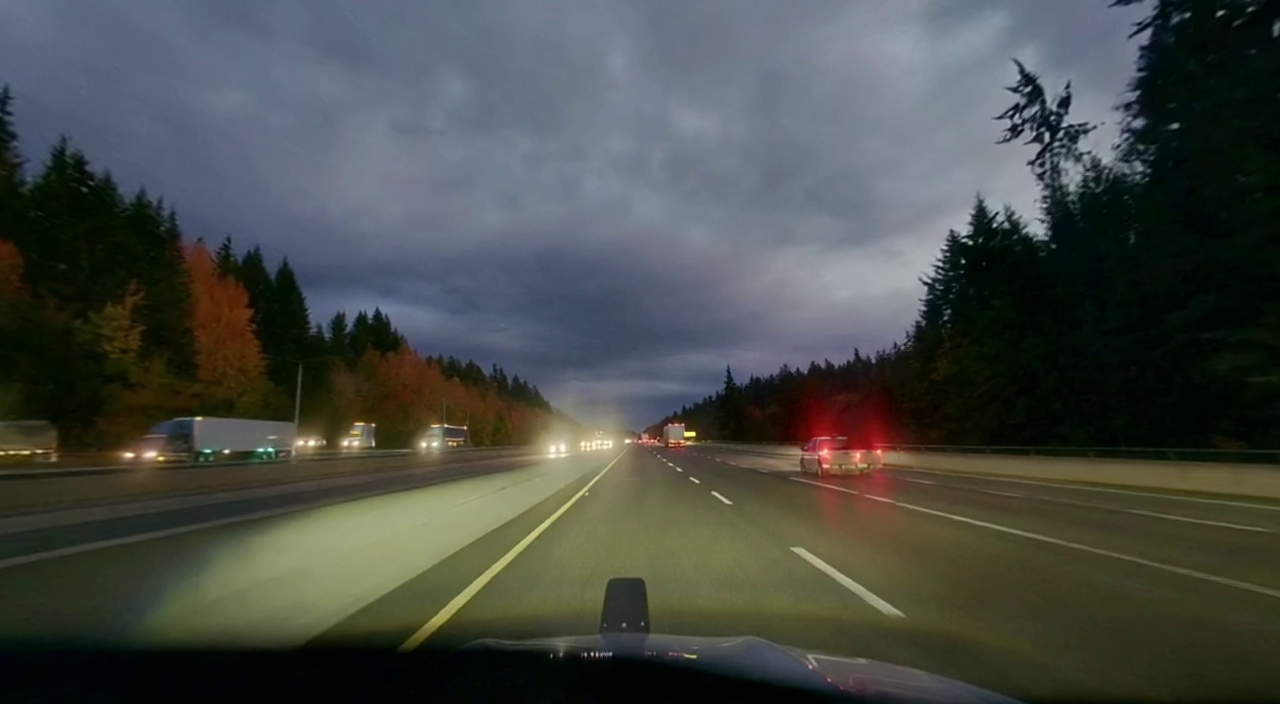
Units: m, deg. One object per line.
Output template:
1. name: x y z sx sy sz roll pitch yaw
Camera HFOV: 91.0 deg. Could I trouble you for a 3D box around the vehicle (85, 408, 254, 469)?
1. vehicle: -31.797 6.040 43.544 2.923 3.656 11.414 0 -8 -1
